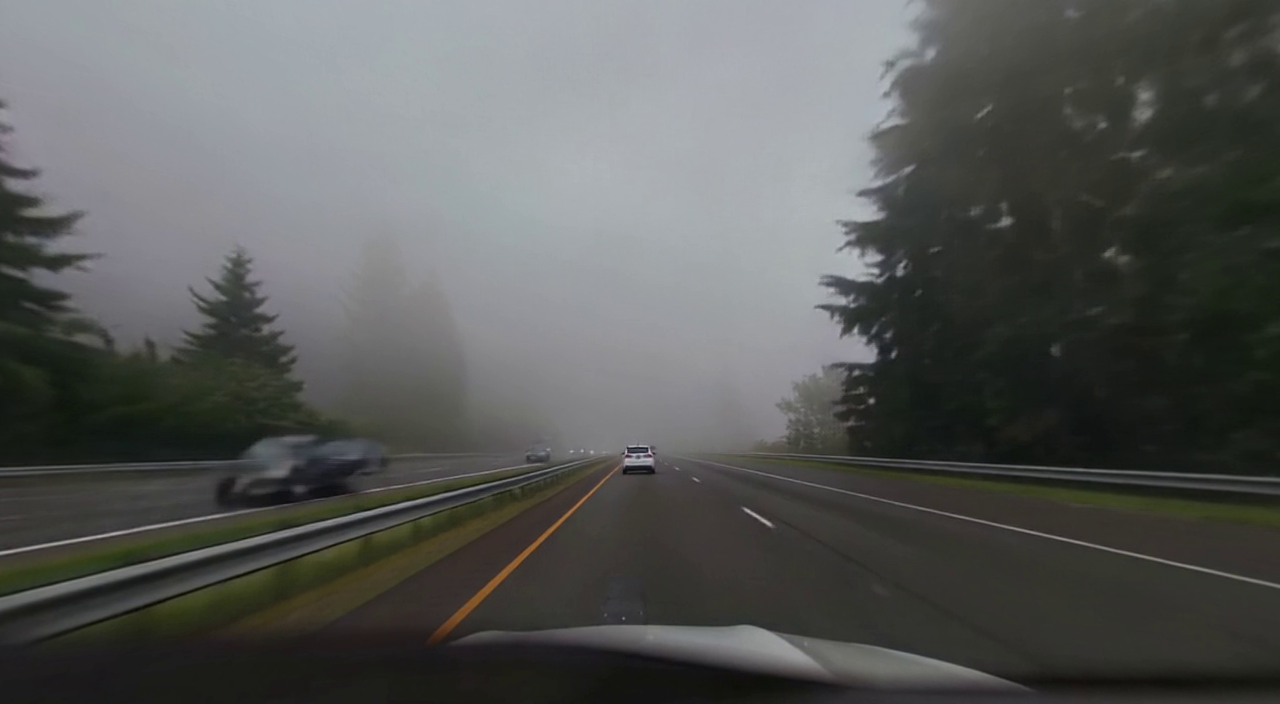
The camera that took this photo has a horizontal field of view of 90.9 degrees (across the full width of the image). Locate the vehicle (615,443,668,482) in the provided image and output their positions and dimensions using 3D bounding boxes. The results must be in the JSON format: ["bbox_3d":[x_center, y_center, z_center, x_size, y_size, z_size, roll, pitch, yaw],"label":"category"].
[{"bbox_3d":[0.033,4.713,27.202,2.114,1.523,4.012,0,-9,0],"label":"vehicle"}]

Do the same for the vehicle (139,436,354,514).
[{"bbox_3d":[-8.497,2.680,14.252,1.858,1.456,4.591,0,-9,1],"label":"vehicle"}]
